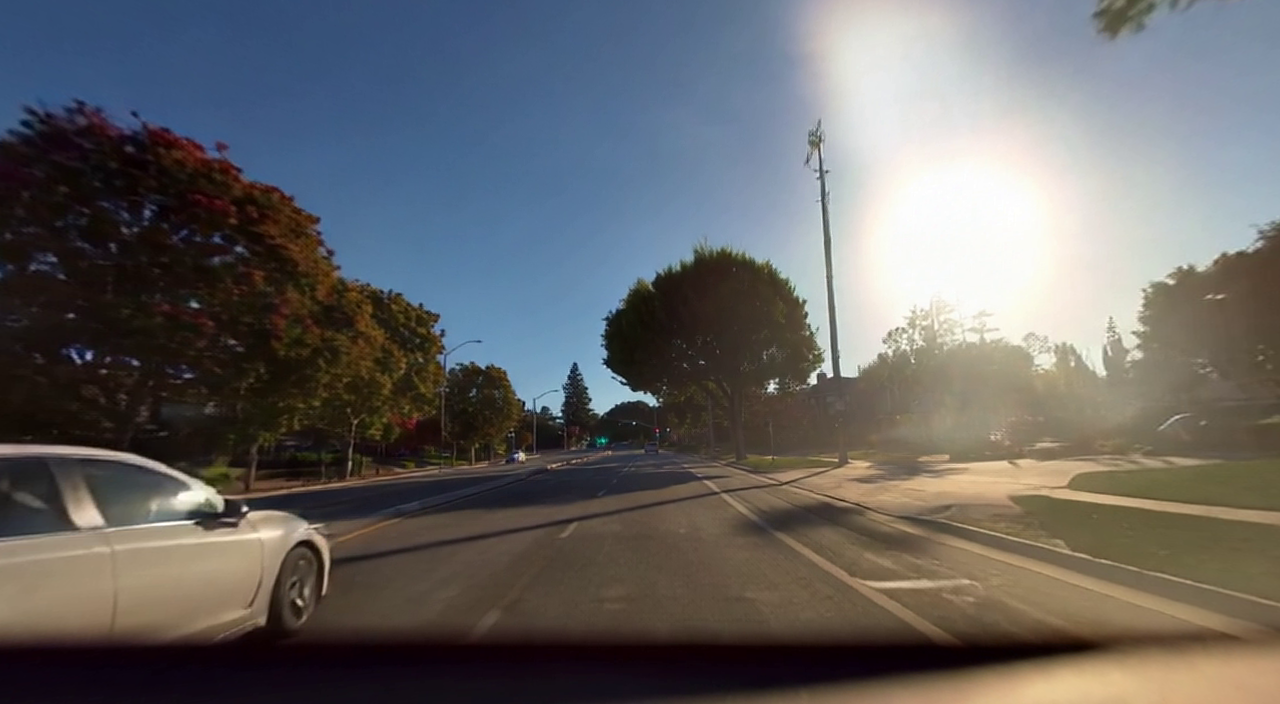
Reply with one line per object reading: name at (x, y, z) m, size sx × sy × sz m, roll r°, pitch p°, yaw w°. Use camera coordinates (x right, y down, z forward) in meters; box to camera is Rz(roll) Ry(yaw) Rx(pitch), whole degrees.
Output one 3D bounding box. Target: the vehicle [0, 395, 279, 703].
vehicle at (-3.060, 0.797, 1.350) m, size 2.113 × 1.493 × 4.222 m, roll 0°, pitch -9°, yaw -1°
